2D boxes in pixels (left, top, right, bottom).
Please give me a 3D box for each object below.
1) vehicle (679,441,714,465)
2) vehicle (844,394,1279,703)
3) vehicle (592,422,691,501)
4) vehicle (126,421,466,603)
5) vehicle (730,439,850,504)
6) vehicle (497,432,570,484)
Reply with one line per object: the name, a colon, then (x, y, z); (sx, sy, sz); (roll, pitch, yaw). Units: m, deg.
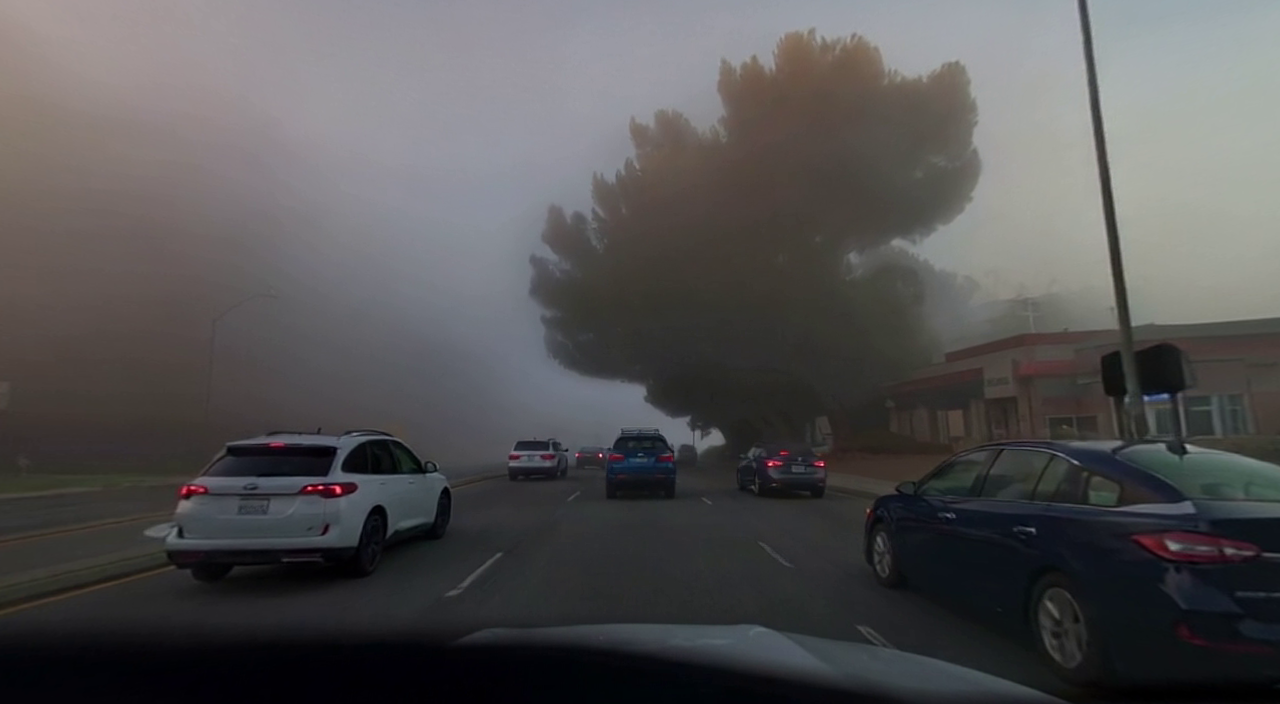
vehicle: (3.807, 6.814, 42.852); (1.926, 1.522, 3.852); (0, -8, -1)
vehicle: (3.179, 1.210, 4.347); (1.976, 1.492, 4.436); (0, -8, -1)
vehicle: (0.024, 2.844, 16.794); (2.279, 1.803, 4.254); (0, -8, 0)
vehicle: (-3.602, 1.709, 7.653); (1.864, 1.574, 4.031); (0, -8, -1)
vehicle: (3.743, 3.045, 16.666); (1.888, 1.456, 4.589); (0, -8, -2)
vehicle: (-3.781, 3.853, 23.241); (1.932, 1.695, 4.150); (0, -8, 0)
